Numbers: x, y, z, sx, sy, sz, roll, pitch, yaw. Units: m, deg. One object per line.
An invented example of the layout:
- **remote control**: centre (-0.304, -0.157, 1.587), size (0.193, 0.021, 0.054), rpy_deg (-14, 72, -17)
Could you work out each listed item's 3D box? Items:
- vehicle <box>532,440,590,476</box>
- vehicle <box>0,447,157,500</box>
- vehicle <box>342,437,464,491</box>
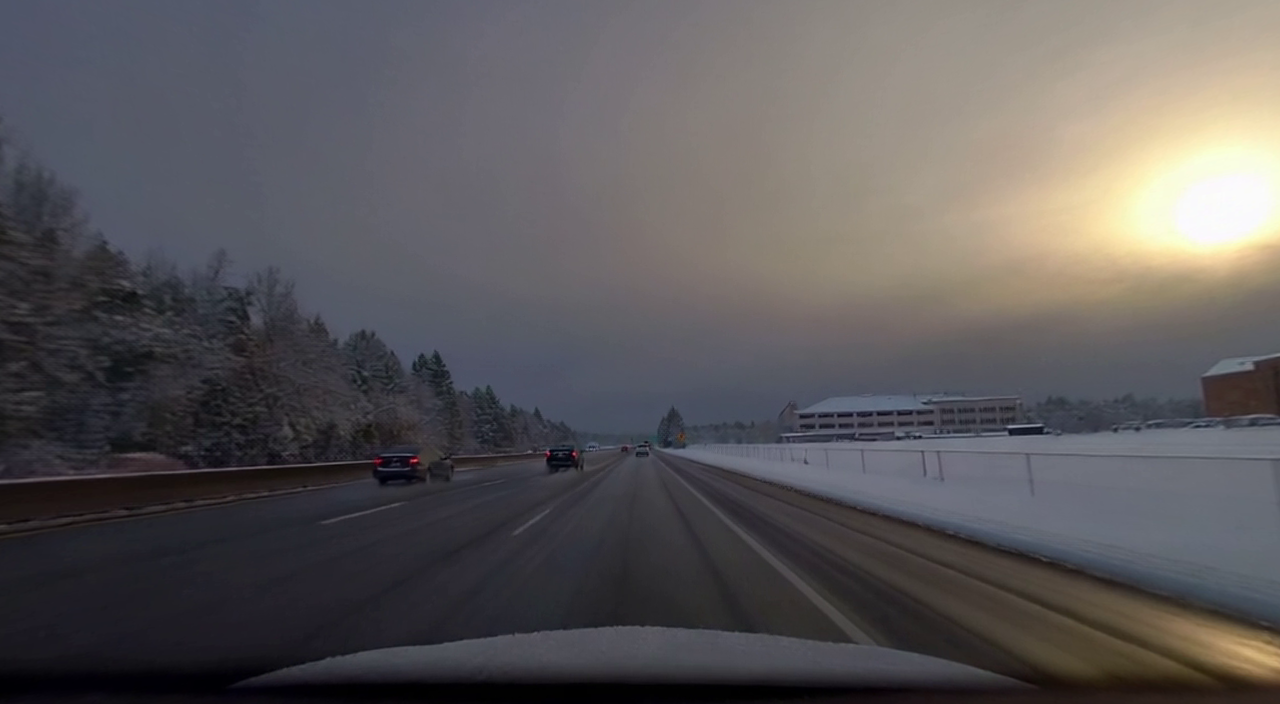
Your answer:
- **vehicle**: centre (-3.729, 5.121, 30.665), size (2.083, 1.588, 4.801), rpy_deg (0, -9, 1)
- **vehicle**: centre (-19.407, 4.049, 21.477), size (1.993, 1.554, 4.753), rpy_deg (0, -9, 1)
- **vehicle**: centre (-7.459, 3.566, 20.401), size (2.034, 1.523, 4.627), rpy_deg (0, -9, 1)
